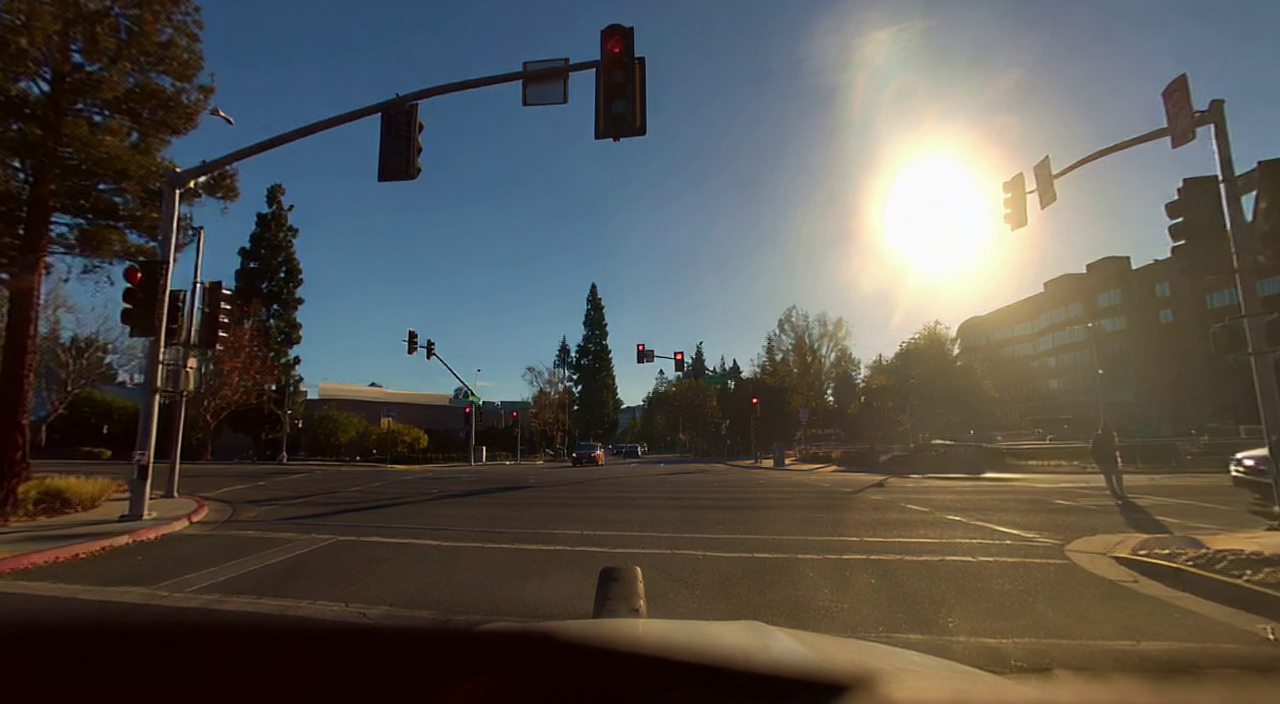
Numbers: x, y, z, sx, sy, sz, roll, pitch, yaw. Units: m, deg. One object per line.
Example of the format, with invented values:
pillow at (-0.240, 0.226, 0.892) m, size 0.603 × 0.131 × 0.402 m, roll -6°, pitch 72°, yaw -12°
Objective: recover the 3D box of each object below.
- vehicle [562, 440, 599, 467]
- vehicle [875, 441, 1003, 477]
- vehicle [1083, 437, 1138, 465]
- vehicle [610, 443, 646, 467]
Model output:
vehicle at (-4.106, 7.106, 44.320) m, size 2.251 × 1.756 × 4.610 m, roll 0°, pitch -9°, yaw -2°
vehicle at (12.636, 4.552, 27.031) m, size 4.628 × 1.414 × 1.897 m, roll -3°, pitch -9°, yaw 17°
vehicle at (26.970, 5.658, 36.148) m, size 2.092 × 1.474 × 4.046 m, roll -8°, pitch -11°, yaw 41°
vehicle at (-0.852, 6.831, 42.006) m, size 2.056 × 1.492 × 3.937 m, roll 1°, pitch -9°, yaw -6°
